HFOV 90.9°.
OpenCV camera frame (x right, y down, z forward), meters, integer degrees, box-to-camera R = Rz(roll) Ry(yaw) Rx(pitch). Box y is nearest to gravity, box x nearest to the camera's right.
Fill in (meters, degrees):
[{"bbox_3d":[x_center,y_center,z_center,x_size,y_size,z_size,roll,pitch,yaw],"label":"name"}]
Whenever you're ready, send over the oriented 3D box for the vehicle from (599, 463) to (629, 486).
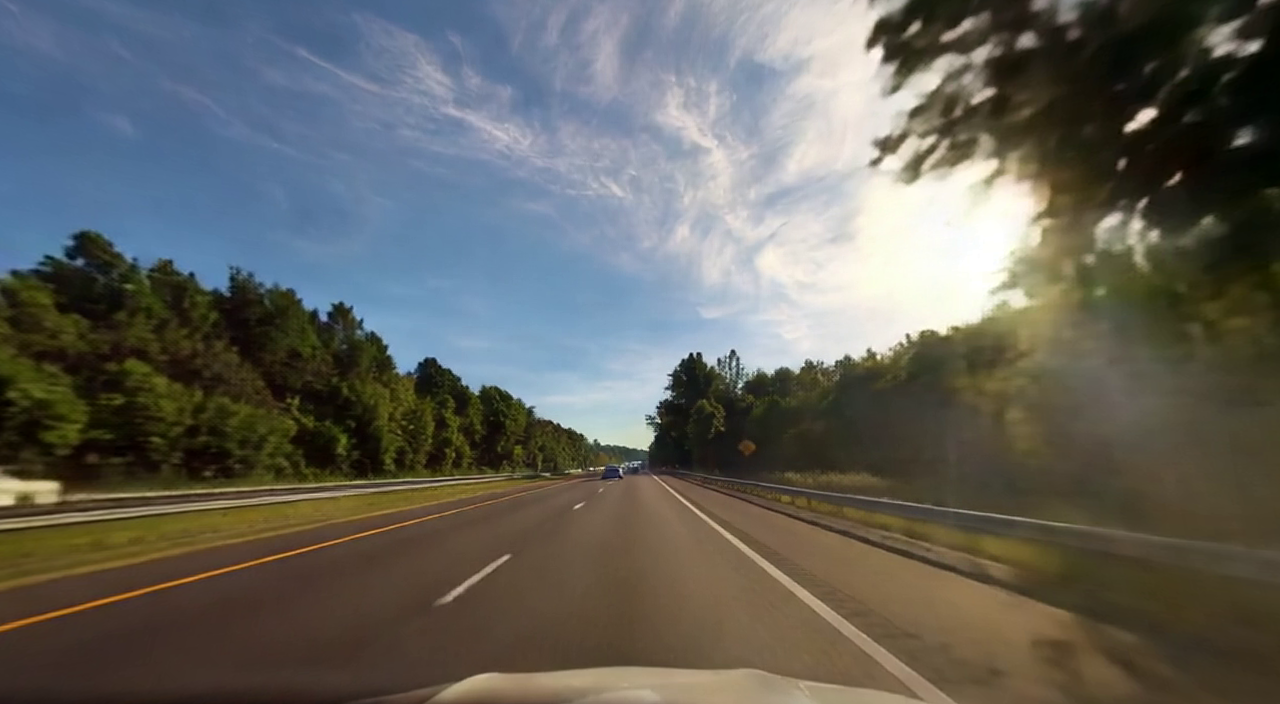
[{"bbox_3d":[-1.876,9.040,46.699,1.900,1.550,4.146,1,-10,2],"label":"vehicle"}]
